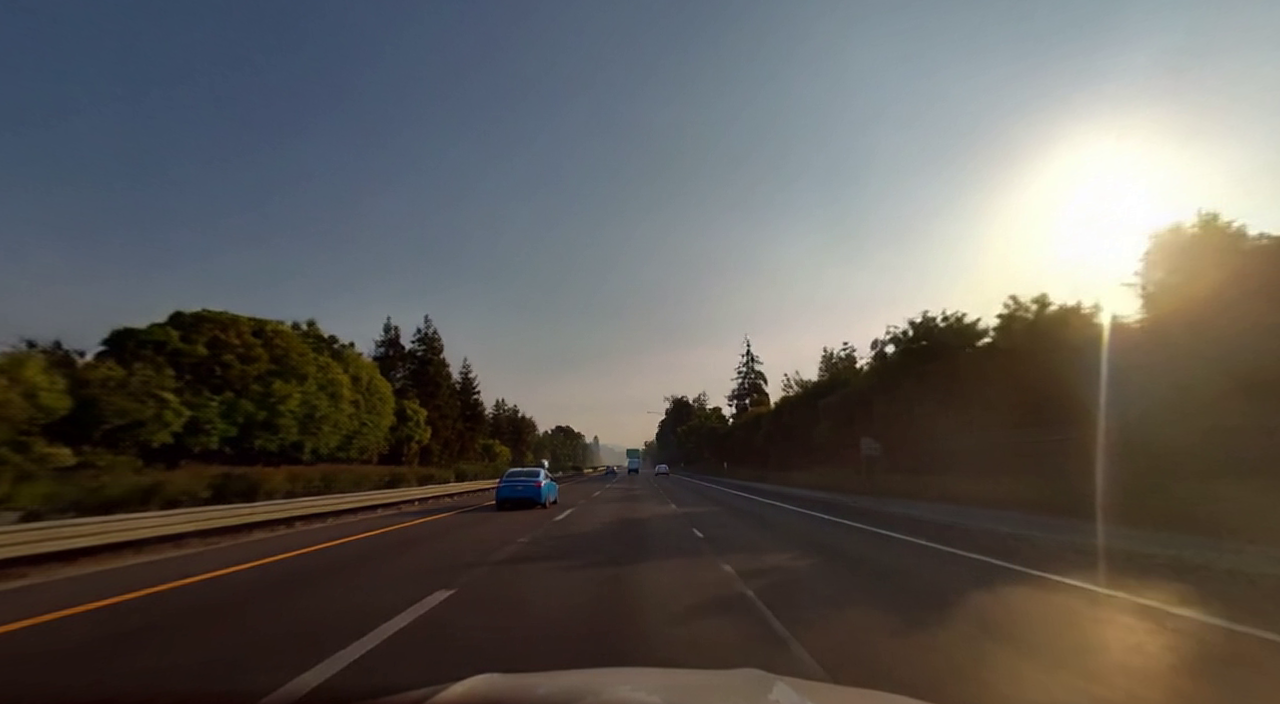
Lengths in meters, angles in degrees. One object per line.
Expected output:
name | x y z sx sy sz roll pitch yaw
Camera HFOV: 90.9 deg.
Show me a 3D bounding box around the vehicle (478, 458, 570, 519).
vehicle | -3.219 3.899 18.368 1.797 1.532 4.072 0 -10 1
